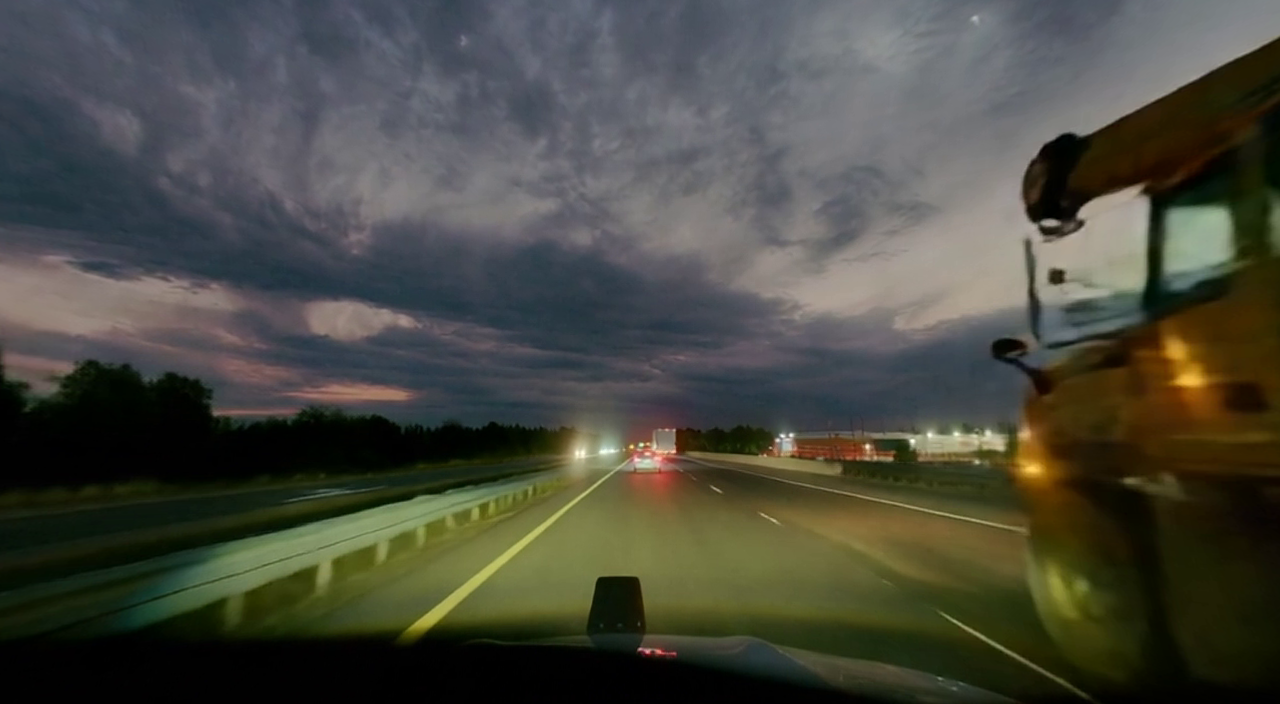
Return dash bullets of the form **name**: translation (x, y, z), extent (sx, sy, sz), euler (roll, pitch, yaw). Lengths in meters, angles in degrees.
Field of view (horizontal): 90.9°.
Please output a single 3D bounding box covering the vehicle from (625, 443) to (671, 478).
- **vehicle**: translation (0.361, 5.083, 29.841), extent (2.045, 1.527, 4.023), euler (0, -9, 0)
